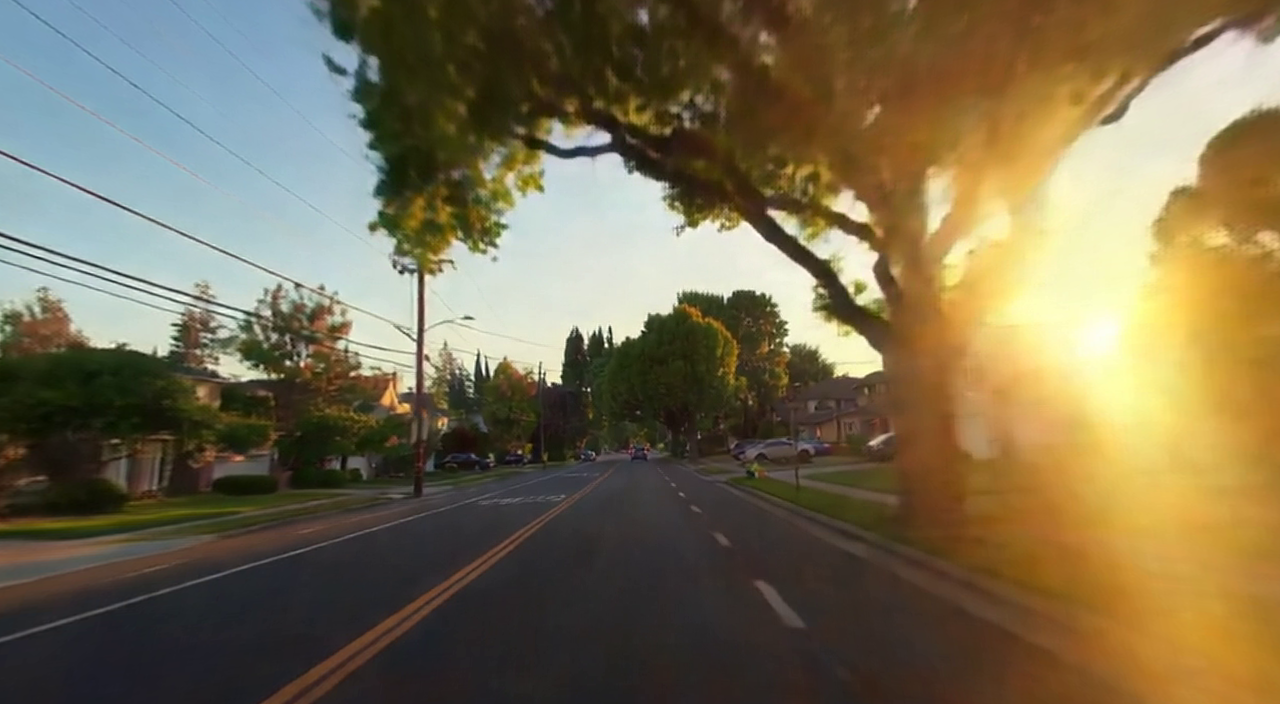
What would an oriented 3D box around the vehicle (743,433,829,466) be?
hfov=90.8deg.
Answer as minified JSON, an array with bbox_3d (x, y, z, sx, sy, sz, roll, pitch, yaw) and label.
[{"bbox_3d":[8.948,6.012,38.987,4.747,1.942,2.158,0,-9,0],"label":"vehicle"}]
